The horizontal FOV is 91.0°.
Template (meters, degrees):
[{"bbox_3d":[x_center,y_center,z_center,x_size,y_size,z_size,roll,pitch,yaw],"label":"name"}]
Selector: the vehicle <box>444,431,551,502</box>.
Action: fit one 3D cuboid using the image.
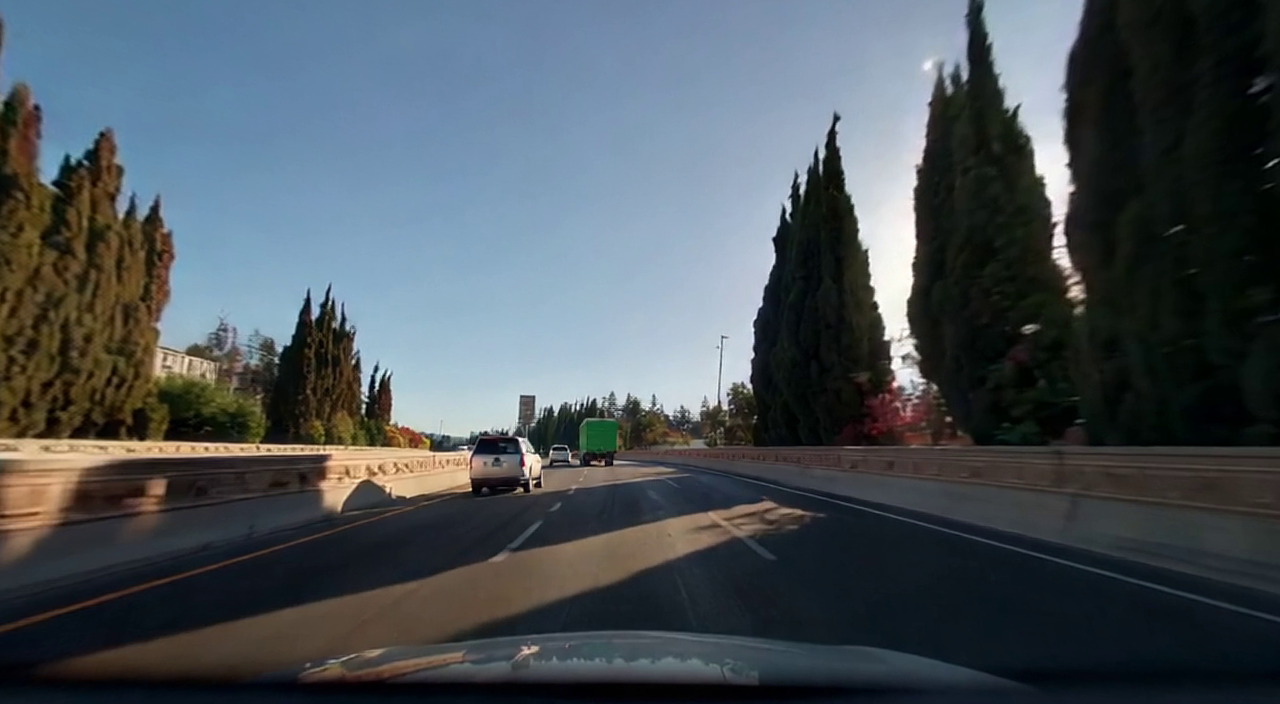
[{"bbox_3d":[-3.809,3.163,17.742,2.041,1.734,4.391,0,-9,-1],"label":"vehicle"}]
